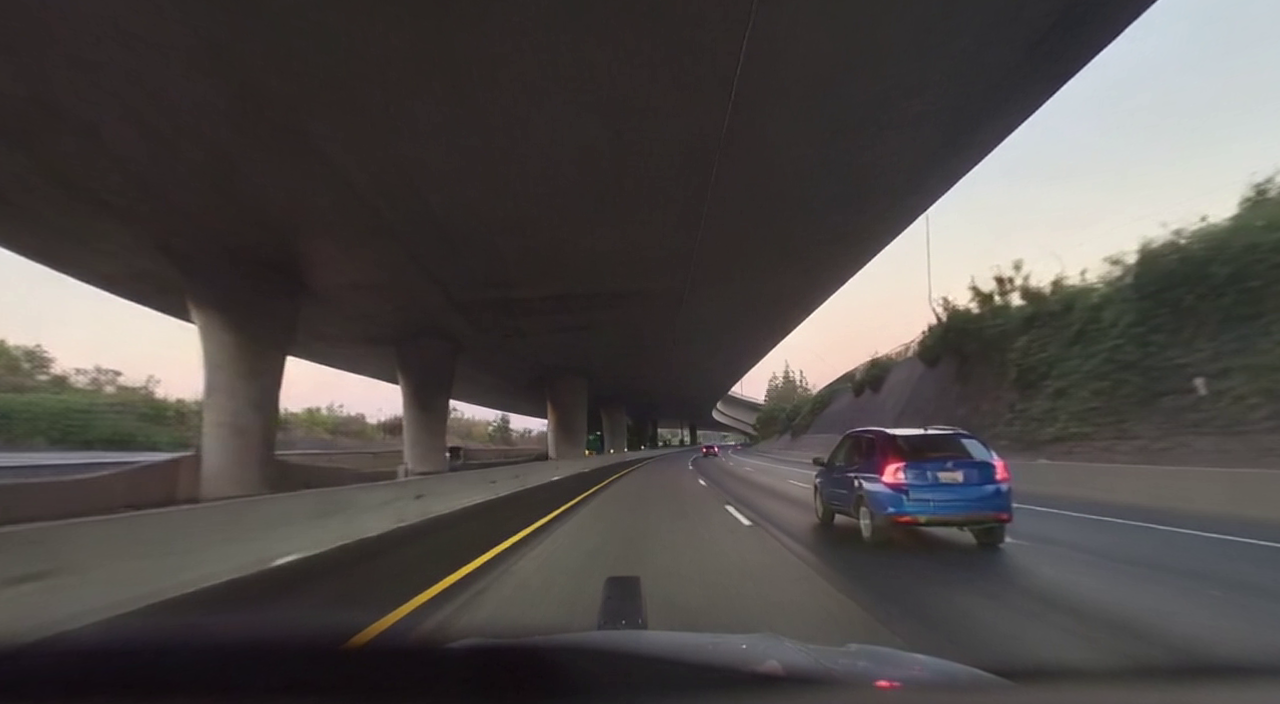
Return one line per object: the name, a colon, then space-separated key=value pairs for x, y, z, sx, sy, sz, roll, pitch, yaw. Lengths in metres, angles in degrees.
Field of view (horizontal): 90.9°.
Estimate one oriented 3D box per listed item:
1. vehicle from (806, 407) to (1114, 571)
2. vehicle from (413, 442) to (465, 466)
vehicle: x=4.017 y=1.791 z=8.998 sx=2.143 sy=1.730 sz=4.303 roll=-1 pitch=-8 yaw=1
vehicle: x=-15.491 y=7.889 z=48.947 sx=2.176 sy=1.729 sz=4.737 roll=-1 pitch=-8 yaw=4
